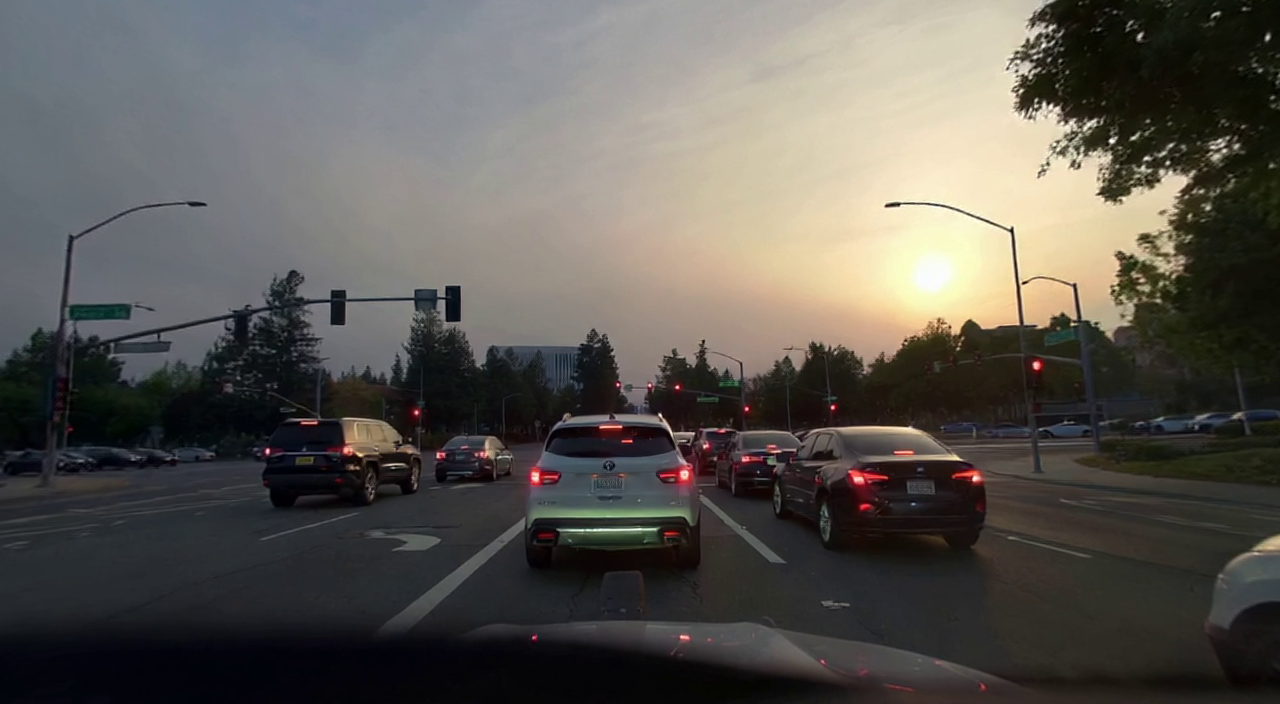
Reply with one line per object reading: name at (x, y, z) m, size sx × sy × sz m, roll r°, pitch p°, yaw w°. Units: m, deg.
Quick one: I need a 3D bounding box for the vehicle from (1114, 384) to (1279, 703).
vehicle at (3.301, 0.665, 0.812) m, size 1.980 × 1.515 × 4.362 m, roll 0°, pitch -8°, yaw 1°

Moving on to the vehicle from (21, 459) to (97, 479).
vehicle at (-45.687, 9.177, 49.398) m, size 4.232 × 1.498 × 1.791 m, roll 0°, pitch -9°, yaw 1°

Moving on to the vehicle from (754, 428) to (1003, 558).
vehicle at (3.146, 1.955, 9.492) m, size 1.971 × 1.473 × 4.495 m, roll 0°, pitch -8°, yaw 0°

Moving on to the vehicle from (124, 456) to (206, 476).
vehicle at (-37.349, 8.950, 49.416) m, size 4.914 × 1.487 × 1.850 m, roll 0°, pitch -9°, yaw 0°

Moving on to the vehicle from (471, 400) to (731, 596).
vehicle at (-0.322, 1.574, 7.564) m, size 2.256 × 1.694 × 4.055 m, roll 0°, pitch -8°, yaw 1°

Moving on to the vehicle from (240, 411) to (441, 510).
vehicle at (-6.737, 2.527, 15.000) m, size 2.214 × 1.953 × 5.017 m, roll 0°, pitch -9°, yaw 1°
